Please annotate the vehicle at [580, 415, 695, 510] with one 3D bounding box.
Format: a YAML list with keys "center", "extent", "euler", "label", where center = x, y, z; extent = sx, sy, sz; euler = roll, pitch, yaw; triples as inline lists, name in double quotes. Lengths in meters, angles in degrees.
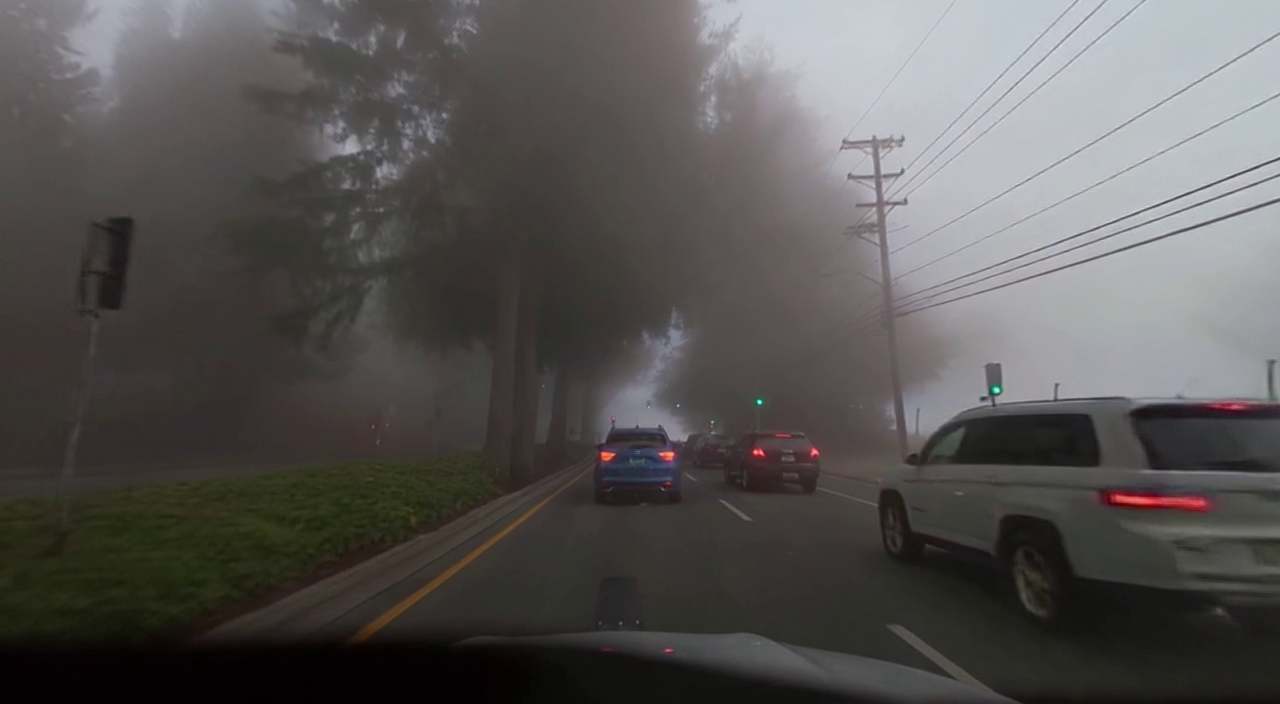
- center: [-0.093, 2.377, 14.015]
  extent: [2.163, 1.746, 4.073]
  euler: [0, -8, -1]
  label: "vehicle"

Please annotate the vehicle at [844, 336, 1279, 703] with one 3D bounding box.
- center: [3.826, 1.176, 5.590]
  extent: [2.254, 1.840, 4.918]
  euler: [0, -8, -2]
  label: "vehicle"

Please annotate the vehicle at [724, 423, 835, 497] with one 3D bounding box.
- center: [3.428, 2.732, 16.260]
  extent: [1.923, 1.653, 3.703]
  euler: [0, -8, -1]
  label: "vehicle"
